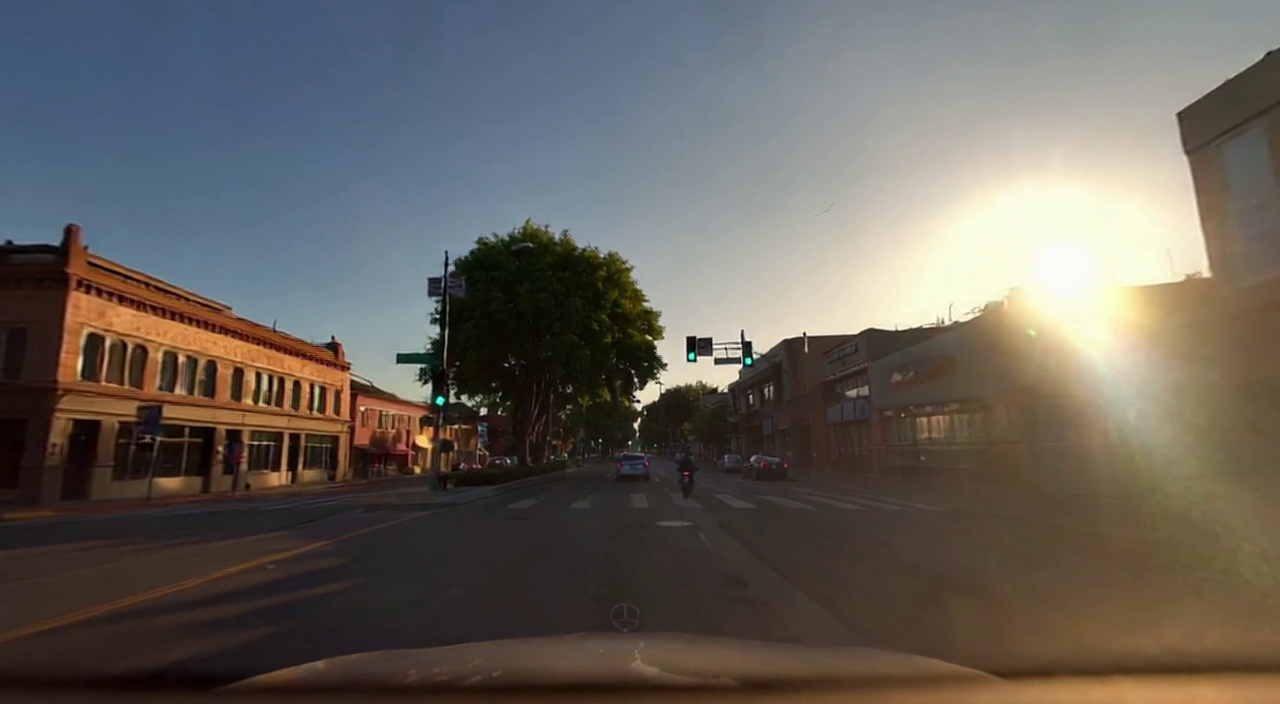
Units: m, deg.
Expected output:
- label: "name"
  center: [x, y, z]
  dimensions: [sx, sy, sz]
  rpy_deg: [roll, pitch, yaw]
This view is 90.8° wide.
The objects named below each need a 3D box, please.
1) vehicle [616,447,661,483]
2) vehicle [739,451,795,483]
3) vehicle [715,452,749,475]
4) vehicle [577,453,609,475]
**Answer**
- label: "vehicle"
  center: [-0.116, 5.913, 33.410]
  dimensions: [2.223, 1.775, 4.250]
  rpy_deg: [0, -8, -2]
- label: "vehicle"
  center: [6.756, 6.143, 34.016]
  dimensions: [2.069, 1.590, 4.066]
  rpy_deg: [0, -8, -1]
- label: "vehicle"
  center: [6.837, 8.298, 47.335]
  dimensions: [1.785, 1.586, 3.896]
  rpy_deg: [0, -8, -2]
- label: "vehicle"
  center: [-3.412, 8.275, 46.701]
  dimensions: [2.014, 1.470, 4.552]
  rpy_deg: [0, -8, -1]
